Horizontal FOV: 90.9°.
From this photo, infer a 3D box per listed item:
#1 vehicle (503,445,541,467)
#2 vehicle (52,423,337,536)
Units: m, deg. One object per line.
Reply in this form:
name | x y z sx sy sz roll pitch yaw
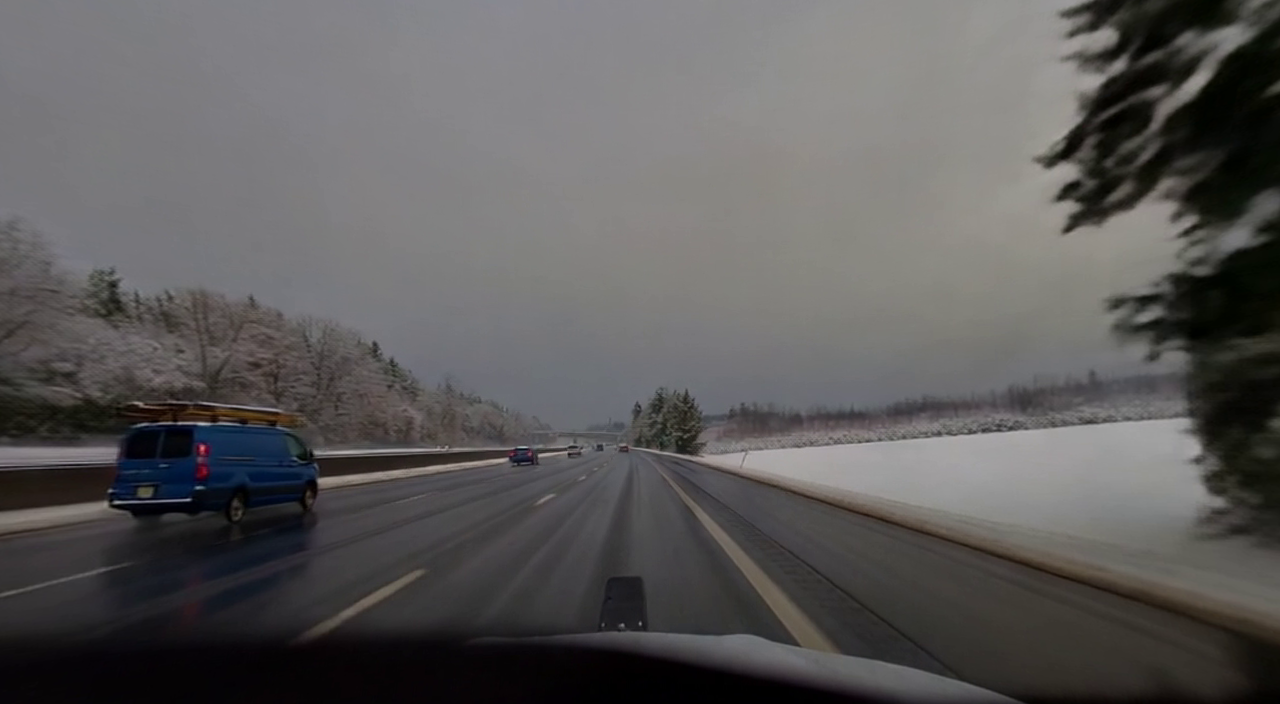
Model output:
vehicle | -8.520 7.535 46.013 1.958 1.499 4.437 0 -9 0
vehicle | -8.183 2.373 12.379 2.093 1.752 4.771 0 -9 0
